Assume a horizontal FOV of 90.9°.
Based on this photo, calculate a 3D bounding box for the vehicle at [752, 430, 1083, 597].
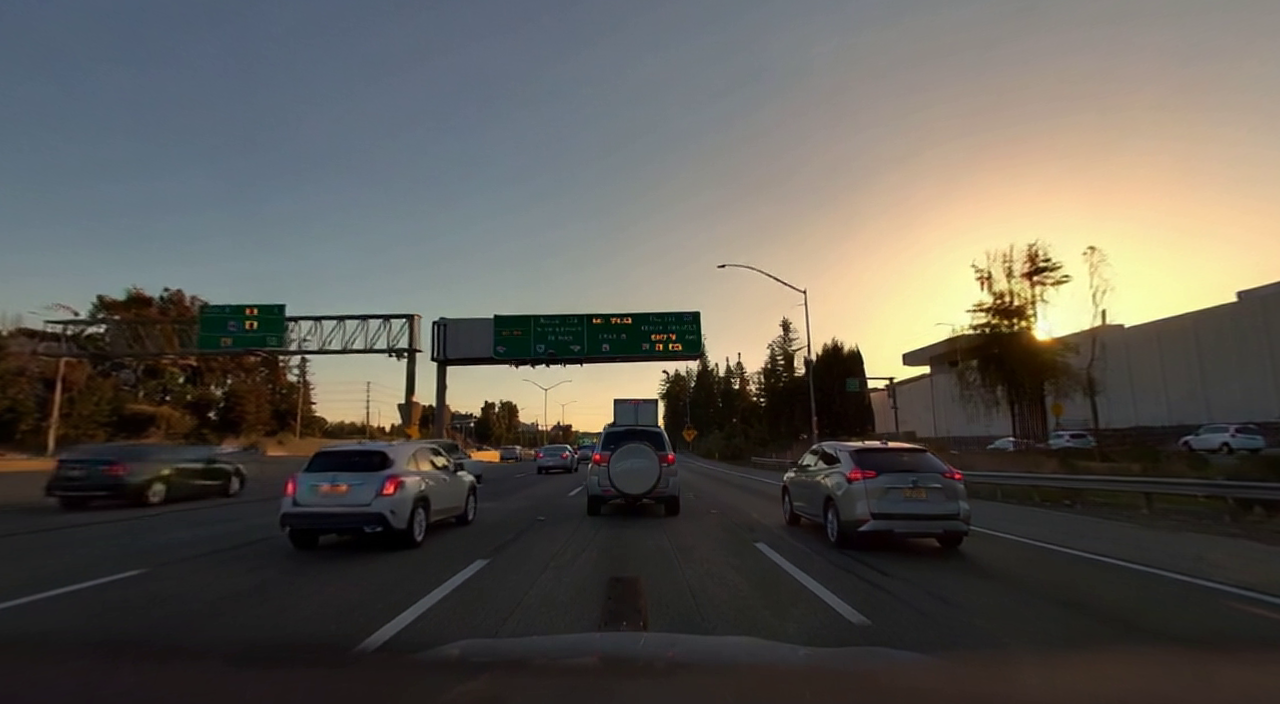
[{"bbox_3d":[2.888,1.784,7.934,2.018,1.470,4.491,0,-9,-2],"label":"vehicle"}]

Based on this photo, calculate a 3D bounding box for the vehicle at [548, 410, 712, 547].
[{"bbox_3d":[-0.144,1.960,10.326,2.152,1.779,3.924,0,-9,0],"label":"vehicle"}]

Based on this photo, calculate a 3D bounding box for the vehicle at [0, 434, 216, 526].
[{"bbox_3d":[-11.170,2.448,12.679,1.930,1.485,4.765,0,-9,1],"label":"vehicle"}]

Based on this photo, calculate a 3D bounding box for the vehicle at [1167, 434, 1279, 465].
[{"bbox_3d":[31.818,5.300,34.351,1.805,1.536,4.325,3,-9,-18],"label":"vehicle"}]

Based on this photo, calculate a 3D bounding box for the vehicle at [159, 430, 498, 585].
[{"bbox_3d":[-3.490,1.827,8.315,2.132,1.464,4.481,0,-9,1],"label":"vehicle"}]
